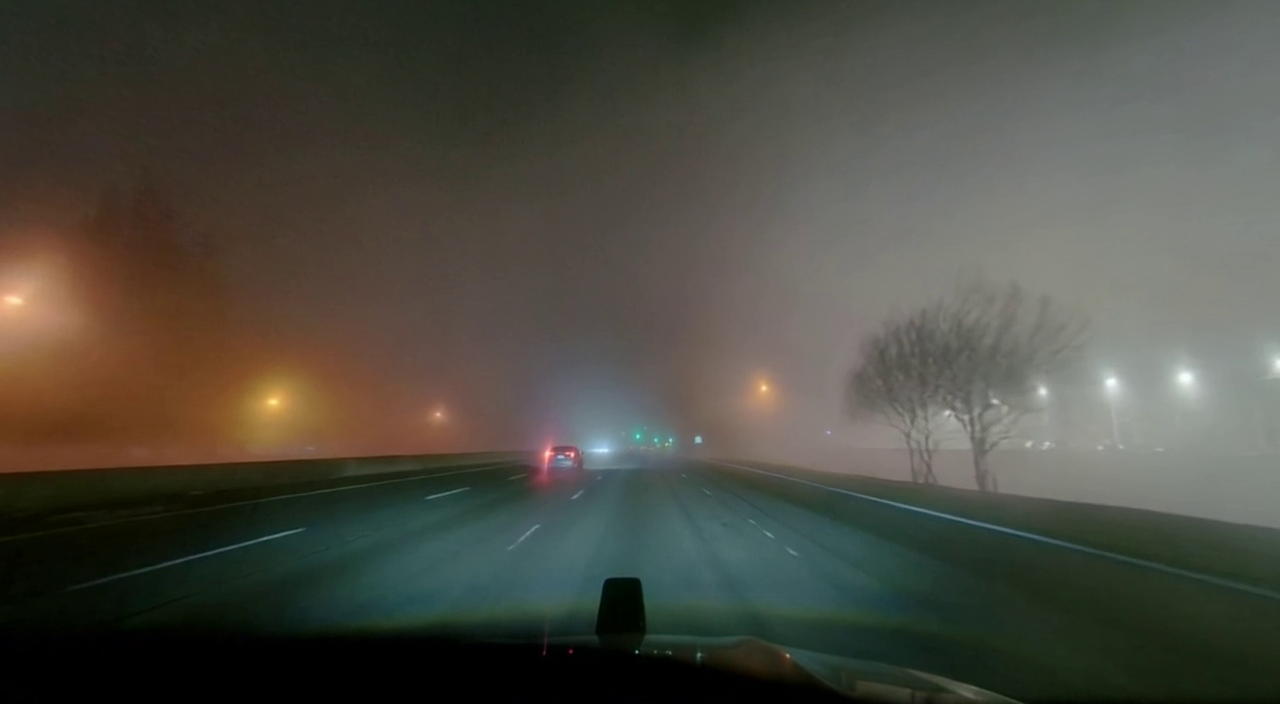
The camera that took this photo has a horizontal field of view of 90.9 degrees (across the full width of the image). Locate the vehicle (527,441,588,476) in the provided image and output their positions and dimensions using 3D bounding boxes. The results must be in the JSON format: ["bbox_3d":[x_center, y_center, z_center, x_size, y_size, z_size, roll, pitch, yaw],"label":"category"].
[{"bbox_3d":[-3.673,4.814,28.824,2.128,1.450,4.078,0,-8,1],"label":"vehicle"}]
